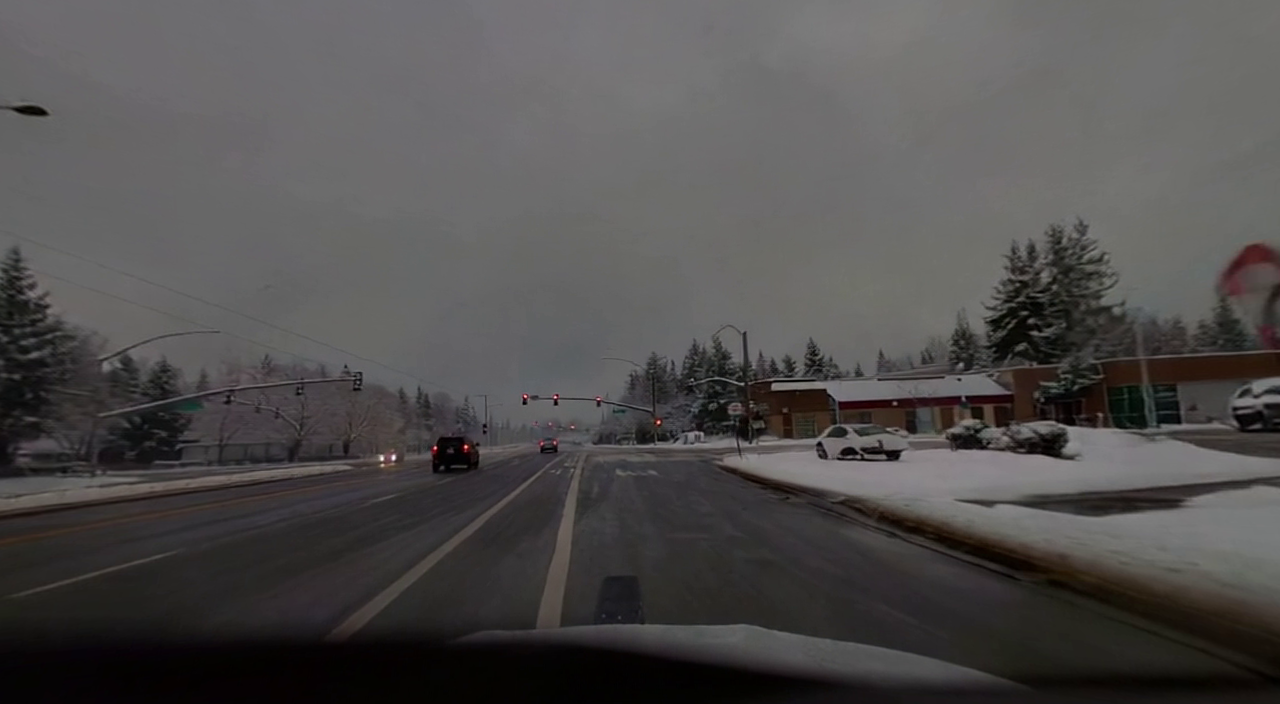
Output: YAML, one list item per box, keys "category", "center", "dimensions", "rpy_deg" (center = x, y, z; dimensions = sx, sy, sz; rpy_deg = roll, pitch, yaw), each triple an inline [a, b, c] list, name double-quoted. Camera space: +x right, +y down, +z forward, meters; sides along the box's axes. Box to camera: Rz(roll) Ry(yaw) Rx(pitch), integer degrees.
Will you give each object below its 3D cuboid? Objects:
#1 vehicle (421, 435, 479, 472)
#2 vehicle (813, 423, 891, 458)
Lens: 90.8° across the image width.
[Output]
- category: "vehicle"
  center: [-9.819, 5.272, 33.004]
  dimensions: [1.985, 1.772, 4.479]
  rpy_deg: [0, -8, -4]
- category: "vehicle"
  center: [10.178, 4.281, 30.746]
  dimensions: [2.076, 1.505, 4.770]
  rpy_deg: [-1, -7, -1]
